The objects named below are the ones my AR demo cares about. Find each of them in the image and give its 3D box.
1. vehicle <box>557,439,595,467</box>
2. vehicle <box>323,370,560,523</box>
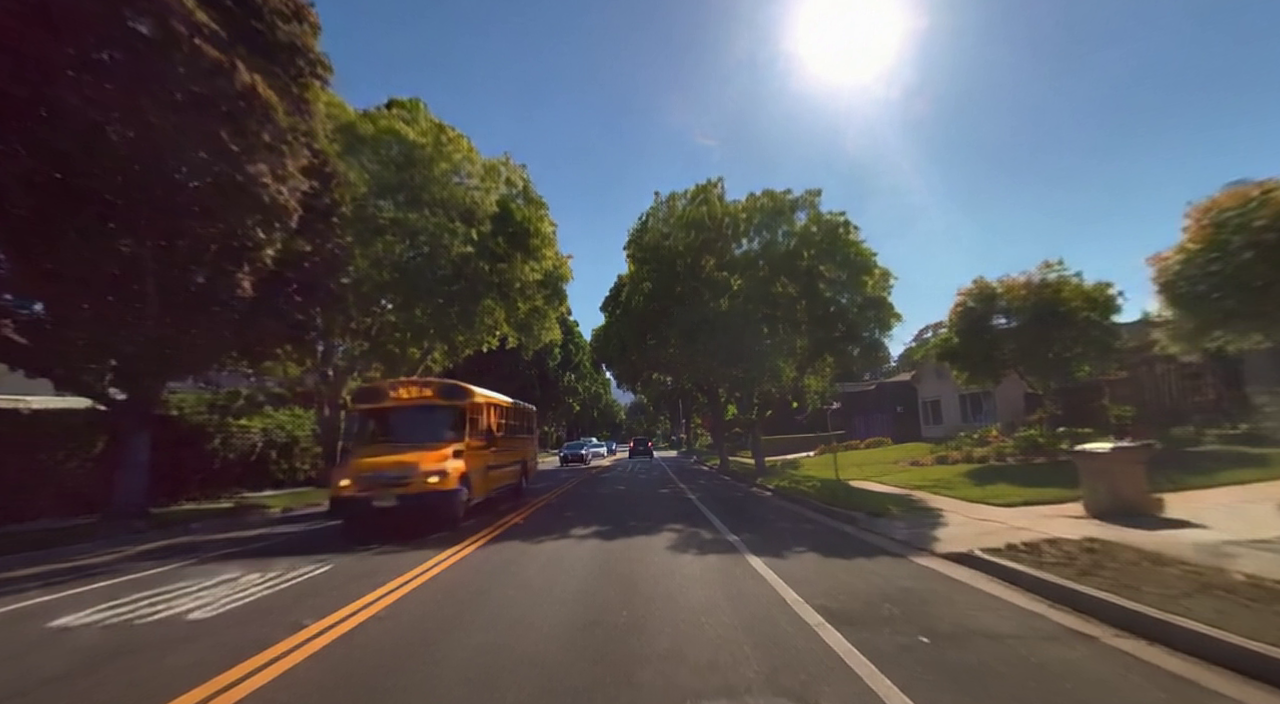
[{"bbox_3d":[-4.220,6.762,42.353,2.069,1.707,4.385,0,-8,1],"label":"vehicle"},{"bbox_3d":[-4.274,2.414,16.338,2.966,2.818,9.113,0,-8,1],"label":"vehicle"}]
